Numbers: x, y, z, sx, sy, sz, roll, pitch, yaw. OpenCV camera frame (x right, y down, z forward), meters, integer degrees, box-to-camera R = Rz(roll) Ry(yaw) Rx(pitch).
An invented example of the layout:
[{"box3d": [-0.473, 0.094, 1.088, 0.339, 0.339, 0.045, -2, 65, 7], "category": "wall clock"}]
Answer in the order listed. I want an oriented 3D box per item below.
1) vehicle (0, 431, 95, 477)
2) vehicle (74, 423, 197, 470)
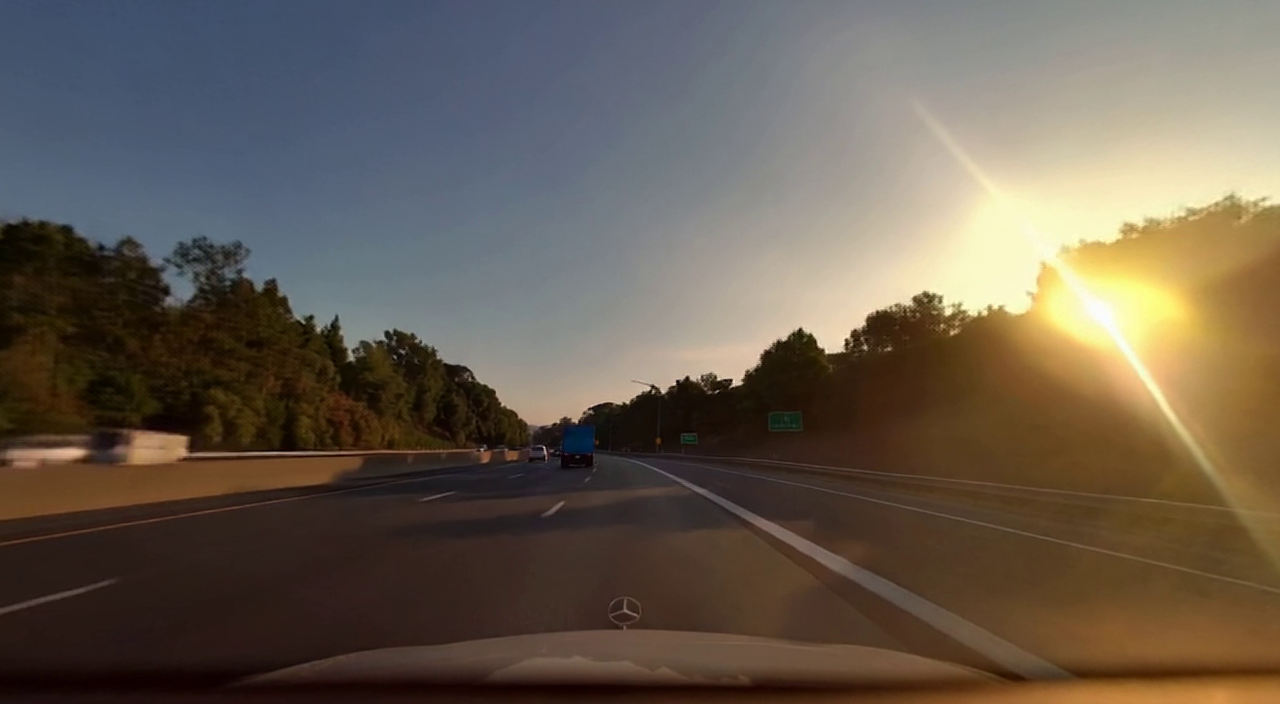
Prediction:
[{"box3d": [-26.033, 4.274, 26.466, 2.037, 1.780, 4.913, 0, -8, -3], "category": "vehicle"}, {"box3d": [-26.274, 4.957, 33.125, 2.466, 2.214, 4.830, 0, -8, -2], "category": "vehicle"}]
